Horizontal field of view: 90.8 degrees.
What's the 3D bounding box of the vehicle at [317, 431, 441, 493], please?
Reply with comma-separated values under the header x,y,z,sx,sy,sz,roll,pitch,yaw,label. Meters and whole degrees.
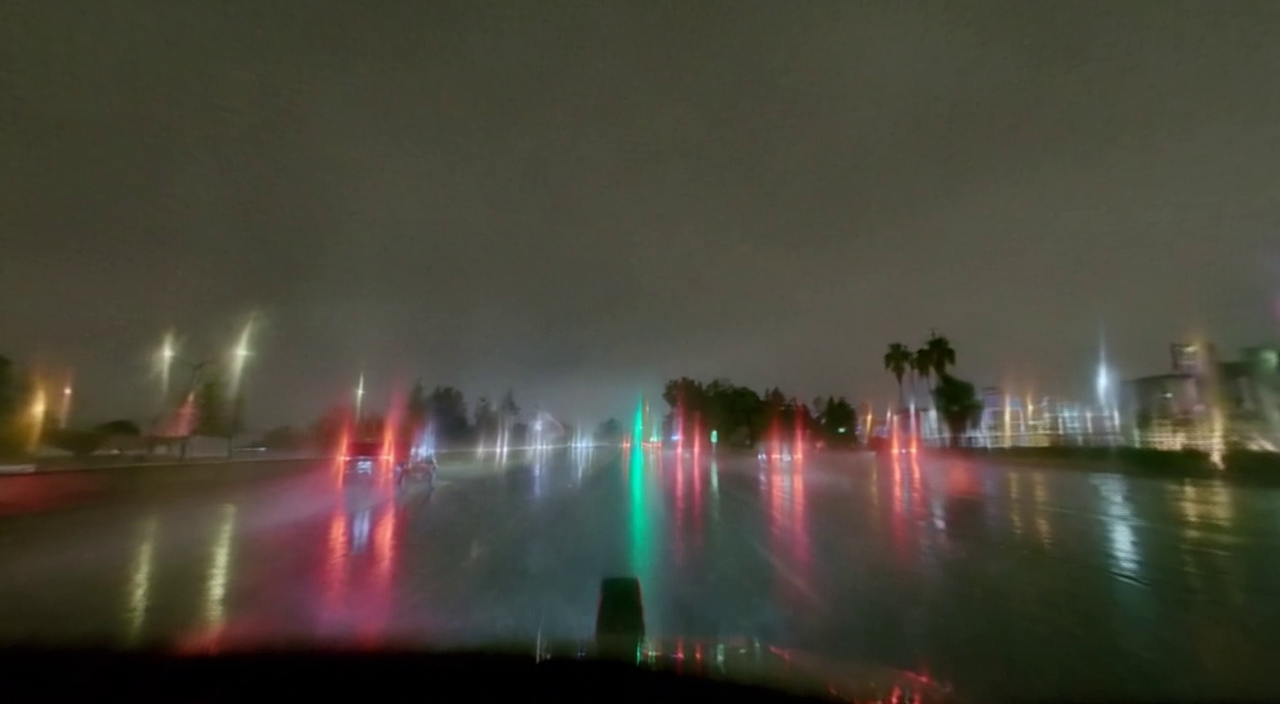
x,y,z,sx,sy,sz,roll,pitch,yaw,label
-8.026,3.406,19.966,2.089,1.724,4.327,0,-9,-1,vehicle
